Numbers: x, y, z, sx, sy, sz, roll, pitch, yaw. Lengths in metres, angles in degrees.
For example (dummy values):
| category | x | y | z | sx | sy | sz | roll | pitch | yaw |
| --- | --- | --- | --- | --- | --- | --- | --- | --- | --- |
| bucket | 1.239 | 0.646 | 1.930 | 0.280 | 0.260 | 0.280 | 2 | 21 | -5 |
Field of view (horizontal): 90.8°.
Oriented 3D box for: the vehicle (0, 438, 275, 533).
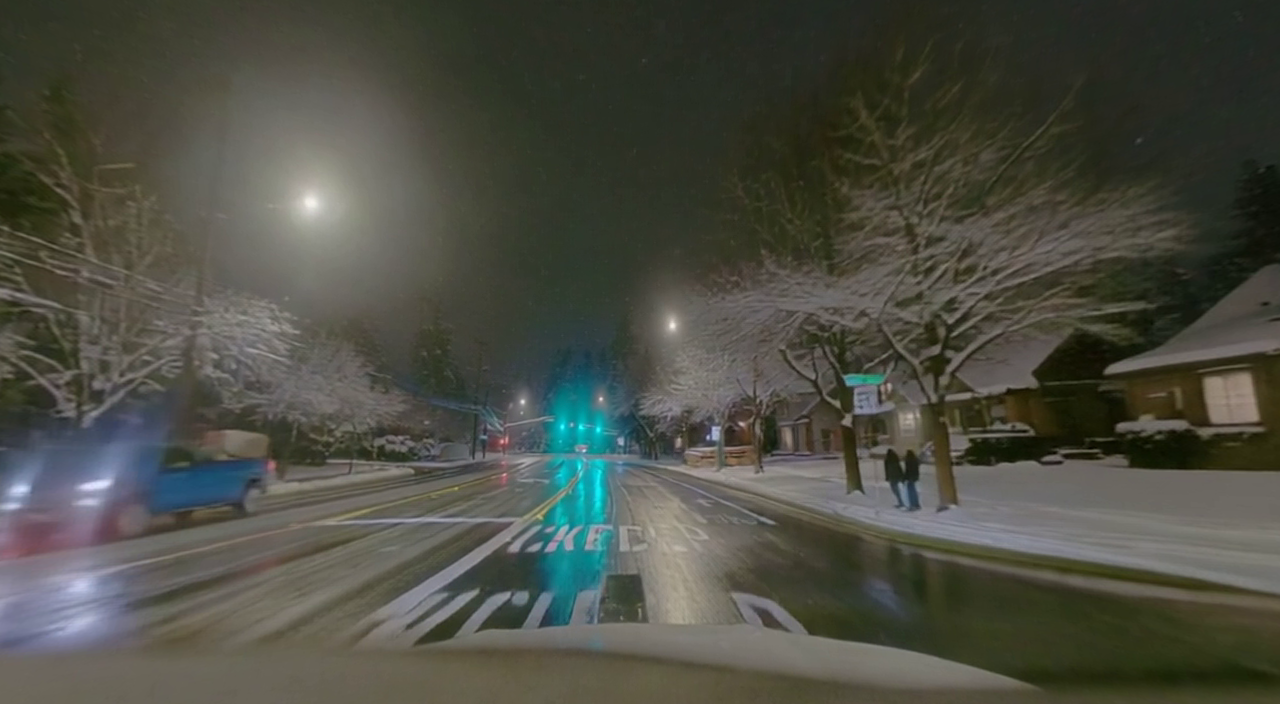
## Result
| category | x | y | z | sx | sy | sz | roll | pitch | yaw |
| --- | --- | --- | --- | --- | --- | --- | --- | --- | --- |
| vehicle | -11.067 | 2.854 | 14.235 | 2.053 | 1.727 | 4.651 | -2 | -9 | 16 |
